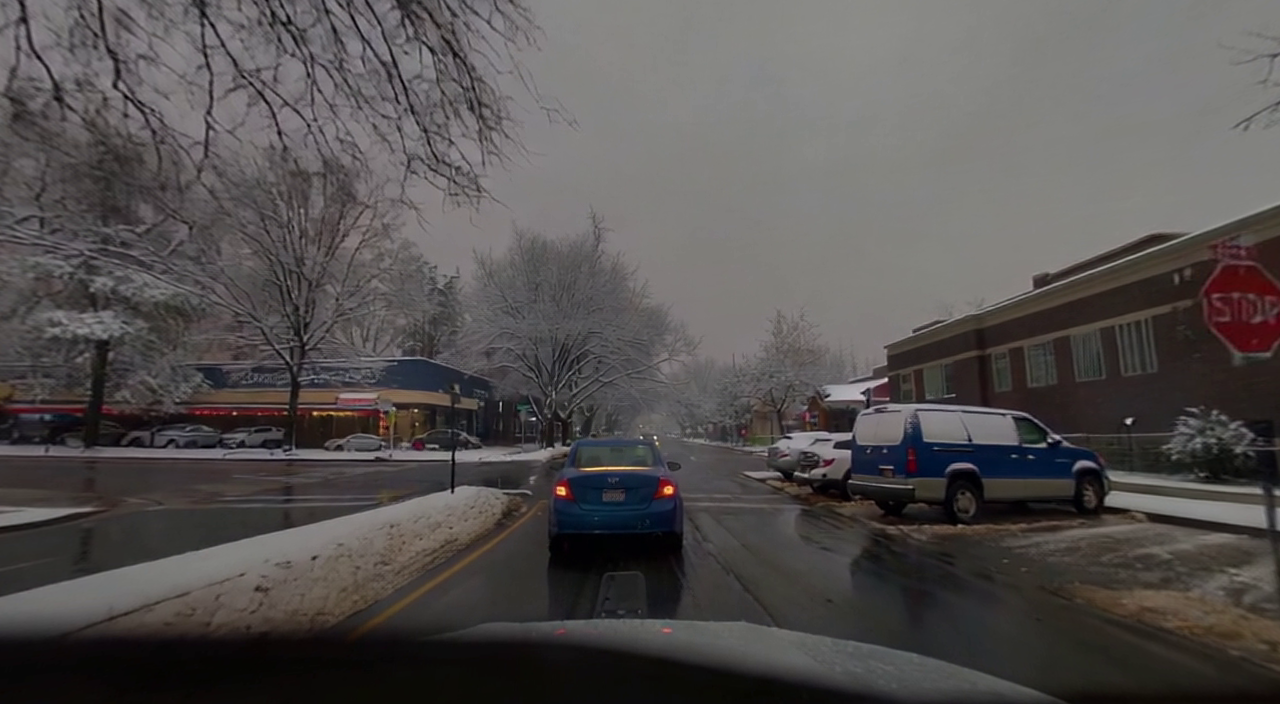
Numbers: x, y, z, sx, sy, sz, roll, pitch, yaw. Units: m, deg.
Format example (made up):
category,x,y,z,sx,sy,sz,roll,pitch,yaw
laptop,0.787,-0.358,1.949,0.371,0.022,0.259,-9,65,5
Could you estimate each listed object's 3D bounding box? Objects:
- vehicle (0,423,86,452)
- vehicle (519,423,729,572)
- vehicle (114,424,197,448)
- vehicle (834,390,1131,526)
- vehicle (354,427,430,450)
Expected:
category,x,y,z,sx,sy,sz,roll,pitch,yaw
vehicle,-31.880,4.473,32.882,4.168,1.458,1.904,0,-8,-3
vehicle,-0.220,1.775,8.565,2.065,1.450,4.522,0,-8,-2
vehicle,-31.889,5.558,41.653,3.915,1.574,1.850,0,-8,3
vehicle,6.615,1.987,12.164,5.385,2.146,2.143,4,-9,-26
vehicle,-18.483,6.505,47.330,4.892,1.679,1.927,1,-8,-6
